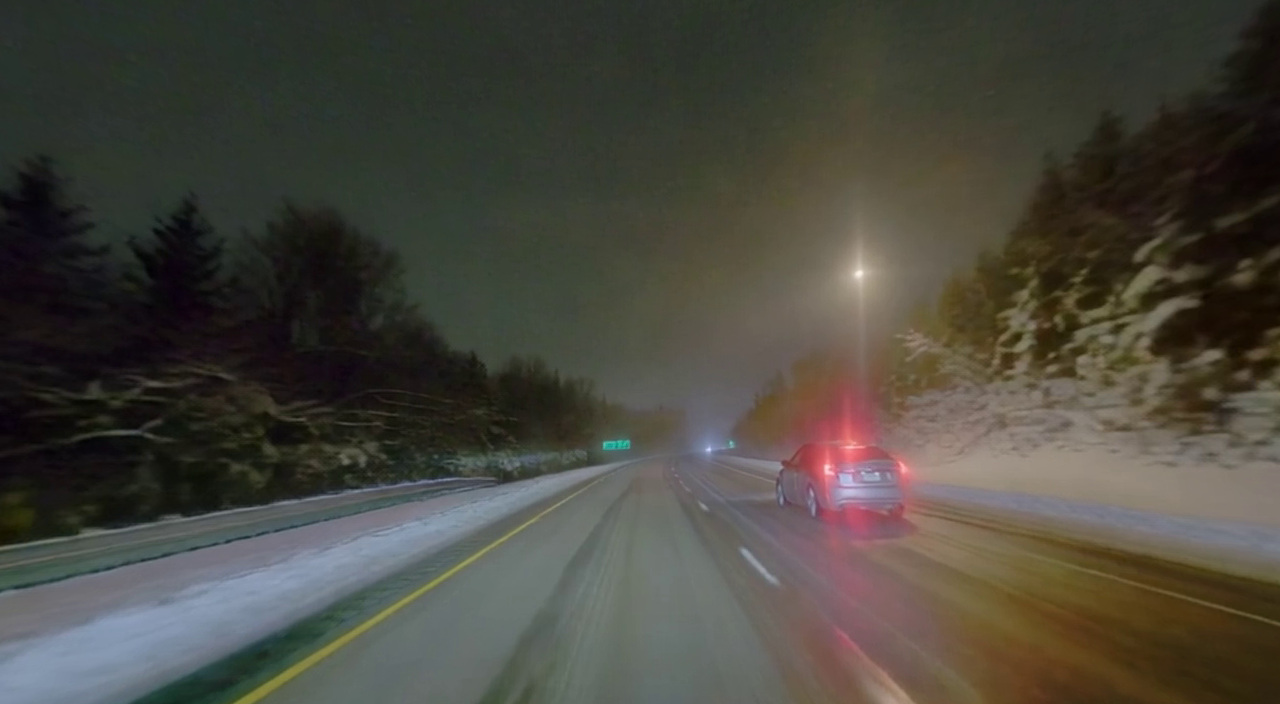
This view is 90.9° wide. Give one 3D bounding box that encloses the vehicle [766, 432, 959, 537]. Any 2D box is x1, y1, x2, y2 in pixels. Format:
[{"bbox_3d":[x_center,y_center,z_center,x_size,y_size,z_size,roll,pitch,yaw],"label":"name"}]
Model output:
[{"bbox_3d":[3.658,2.238,11.277,1.997,1.515,4.025,0,-8,0],"label":"vehicle"}]
